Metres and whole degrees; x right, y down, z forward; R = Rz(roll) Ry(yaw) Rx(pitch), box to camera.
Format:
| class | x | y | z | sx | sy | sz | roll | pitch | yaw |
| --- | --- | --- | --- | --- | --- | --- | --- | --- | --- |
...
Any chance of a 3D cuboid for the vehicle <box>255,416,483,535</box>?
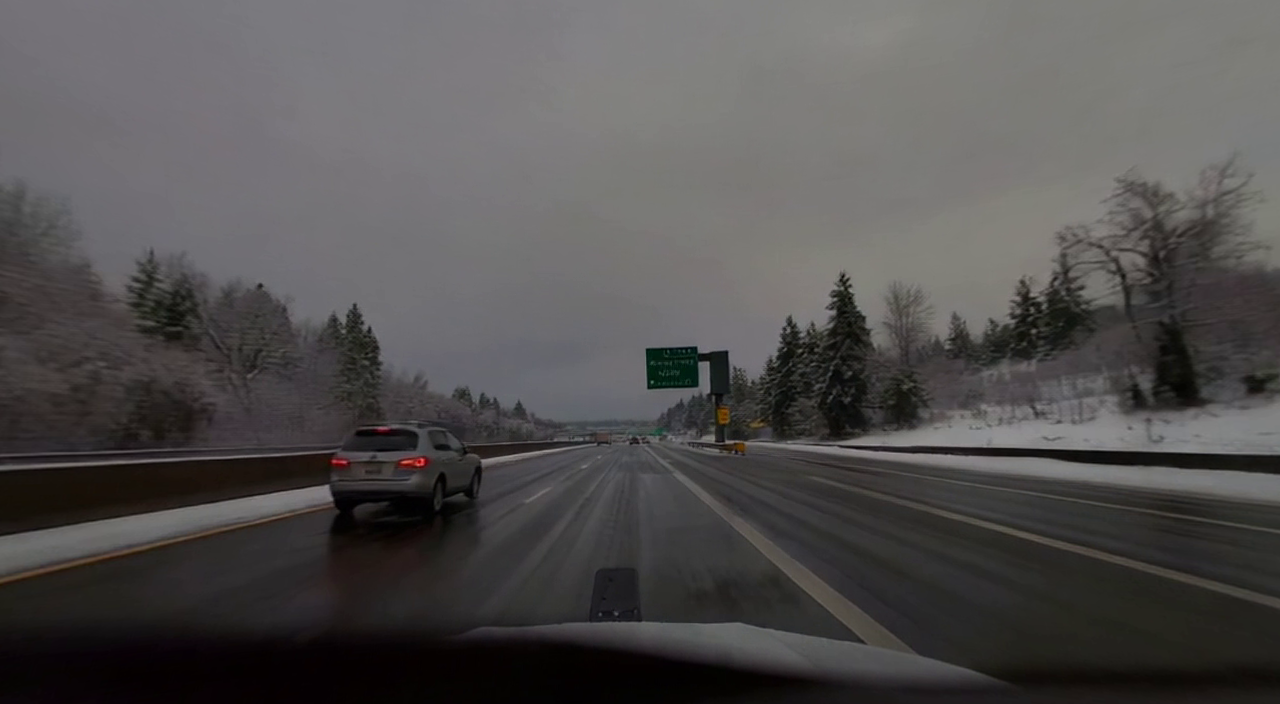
| class | x | y | z | sx | sy | sz | roll | pitch | yaw |
| --- | --- | --- | --- | --- | --- | --- | --- | --- | --- |
| vehicle | -4.305 | 1.998 | 10.944 | 2.129 | 1.641 | 4.263 | 0 | -8 | -1 |
